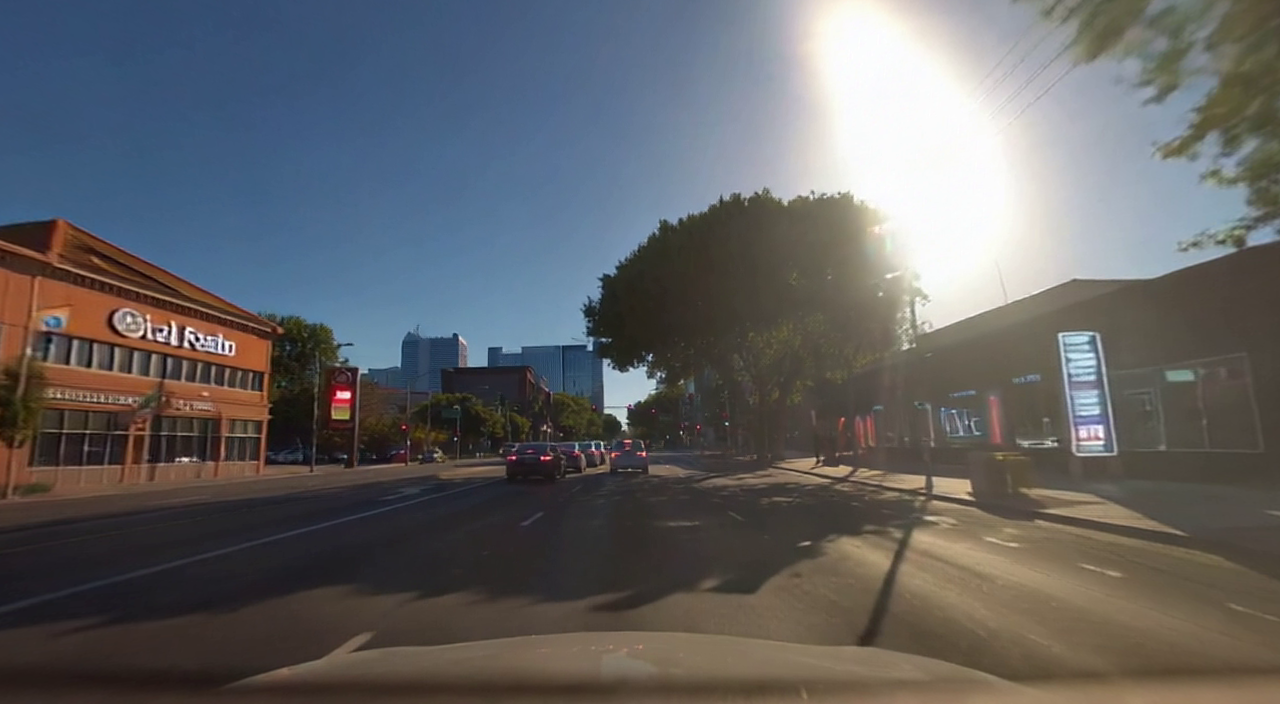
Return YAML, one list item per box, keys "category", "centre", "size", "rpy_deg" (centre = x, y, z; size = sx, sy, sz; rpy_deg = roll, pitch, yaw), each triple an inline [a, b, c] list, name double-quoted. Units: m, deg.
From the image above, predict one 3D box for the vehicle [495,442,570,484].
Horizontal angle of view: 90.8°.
- category: "vehicle"
  centre: [-4.019, 4.222, 24.404]
  size: [2.020, 1.457, 4.496]
  rpy_deg: [0, -9, 1]

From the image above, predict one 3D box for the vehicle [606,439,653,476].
- category: "vehicle"
  centre: [-0.443, 4.846, 29.266]
  size: [2.042, 1.555, 3.912]
  rpy_deg: [0, -9, 0]
